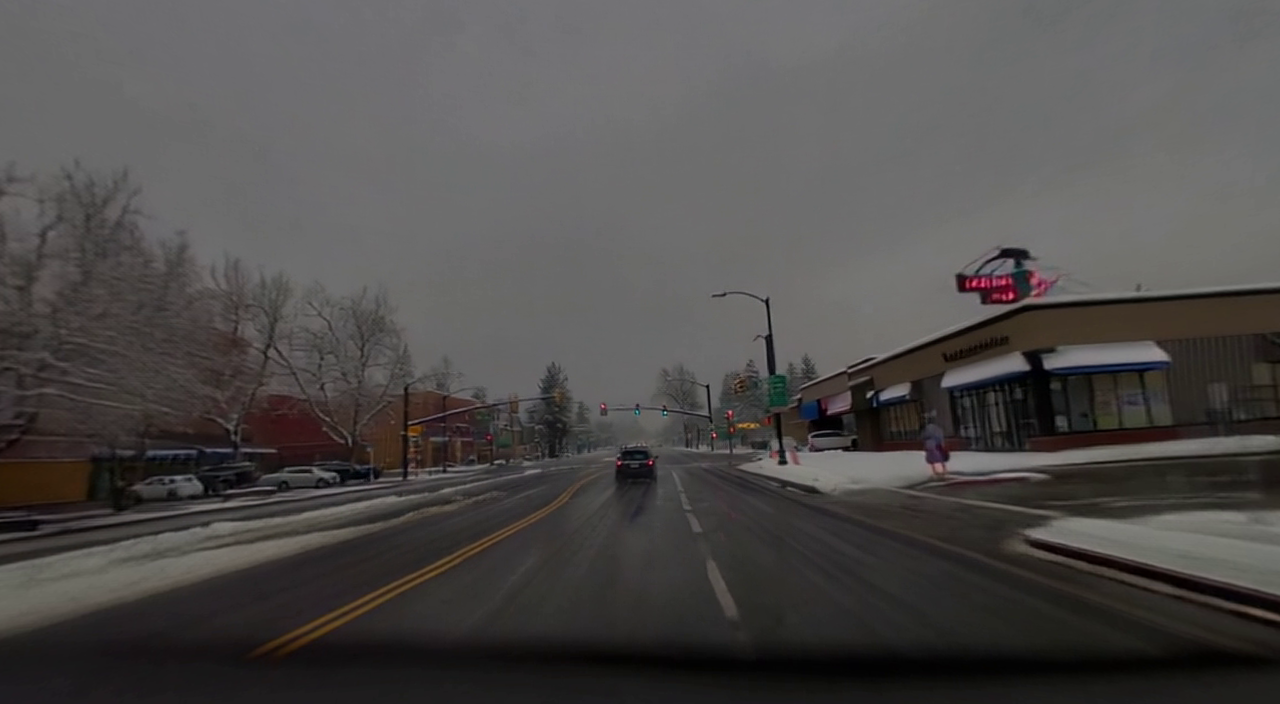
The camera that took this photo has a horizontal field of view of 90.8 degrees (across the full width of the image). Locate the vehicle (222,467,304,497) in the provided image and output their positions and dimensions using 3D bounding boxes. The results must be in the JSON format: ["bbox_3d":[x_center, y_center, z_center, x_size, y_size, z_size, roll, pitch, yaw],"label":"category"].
[{"bbox_3d":[-24.333,8.335,40.800,4.310,1.663,1.881,6,-10,-34],"label":"vehicle"}]

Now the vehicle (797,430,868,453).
[{"bbox_3d":[13.871,6.468,45.762,4.466,1.553,2.060,1,-7,-1],"label":"vehicle"}]

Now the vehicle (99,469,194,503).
[{"bbox_3d":[-29.659,8.008,38.073,4.261,1.756,1.915,7,-11,-38],"label":"vehicle"}]

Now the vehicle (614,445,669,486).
[{"bbox_3d":[0.124,4.410,24.915,1.977,1.451,4.032,-1,-9,3],"label":"vehicle"}]
